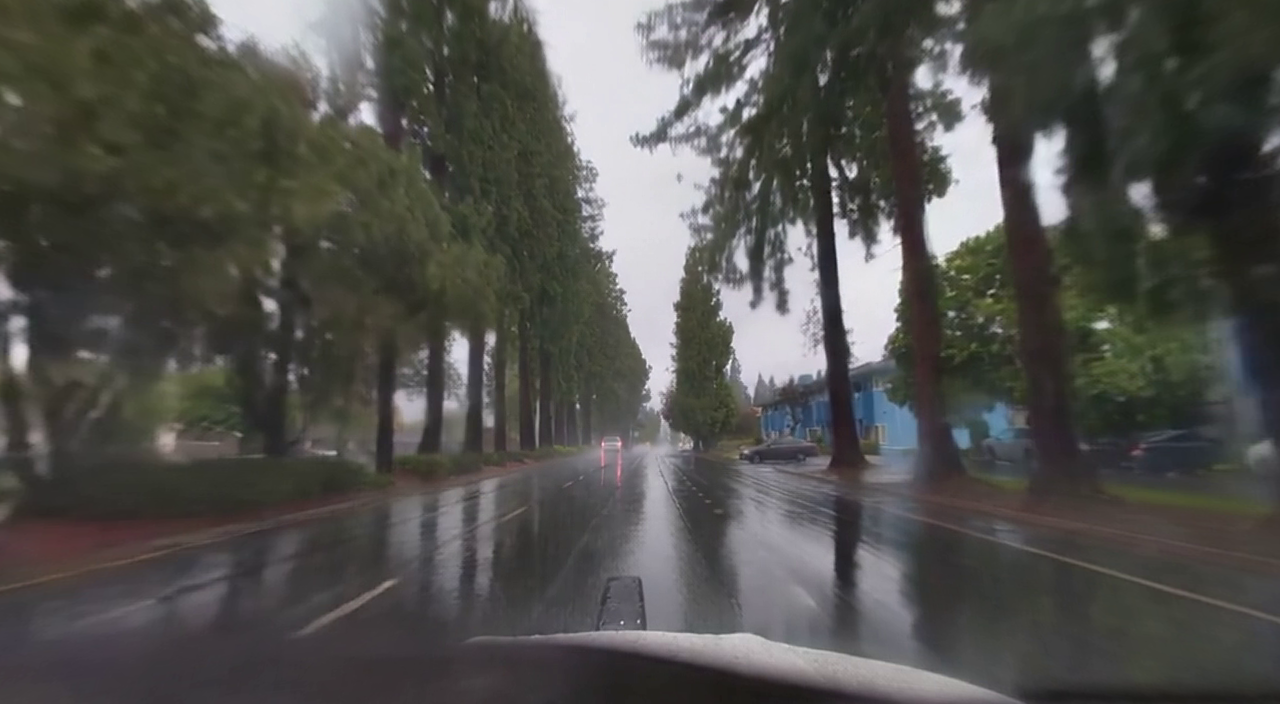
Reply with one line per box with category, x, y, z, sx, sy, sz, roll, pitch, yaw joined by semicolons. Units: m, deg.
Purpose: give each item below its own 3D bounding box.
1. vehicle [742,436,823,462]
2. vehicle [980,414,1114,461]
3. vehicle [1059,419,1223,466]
vehicle;8.556;5.897;38.258;4.575;1.514;1.932;-1;-8;7
vehicle;17.494;3.744;27.575;2.094;1.813;5.789;-1;-8;2
vehicle;17.037;3.144;21.823;1.825;1.458;4.689;0;-8;0
